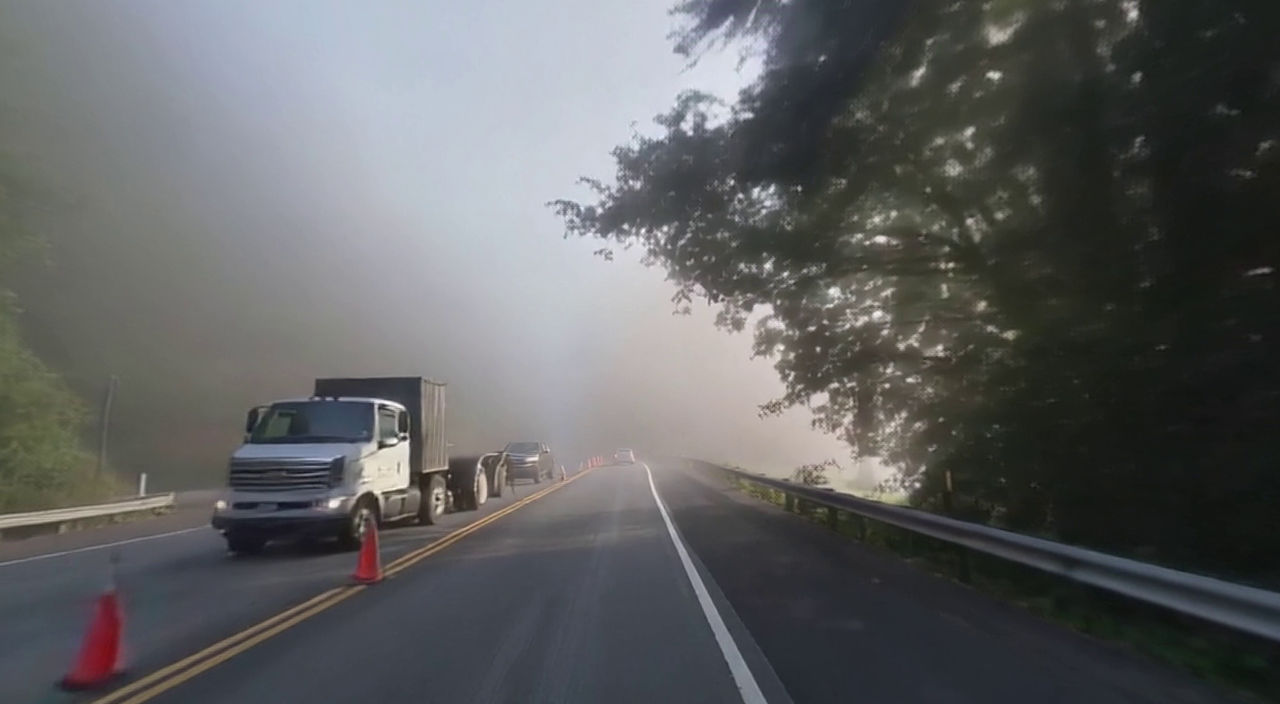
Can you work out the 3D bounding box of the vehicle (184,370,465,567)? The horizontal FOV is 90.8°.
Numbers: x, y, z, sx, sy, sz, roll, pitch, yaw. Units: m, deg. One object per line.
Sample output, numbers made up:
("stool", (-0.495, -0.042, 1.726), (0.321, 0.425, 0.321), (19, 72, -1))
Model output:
("vehicle", (-4.572, 1.774, 10.126), (2.380, 2.488, 4.028), (0, -9, -1))
